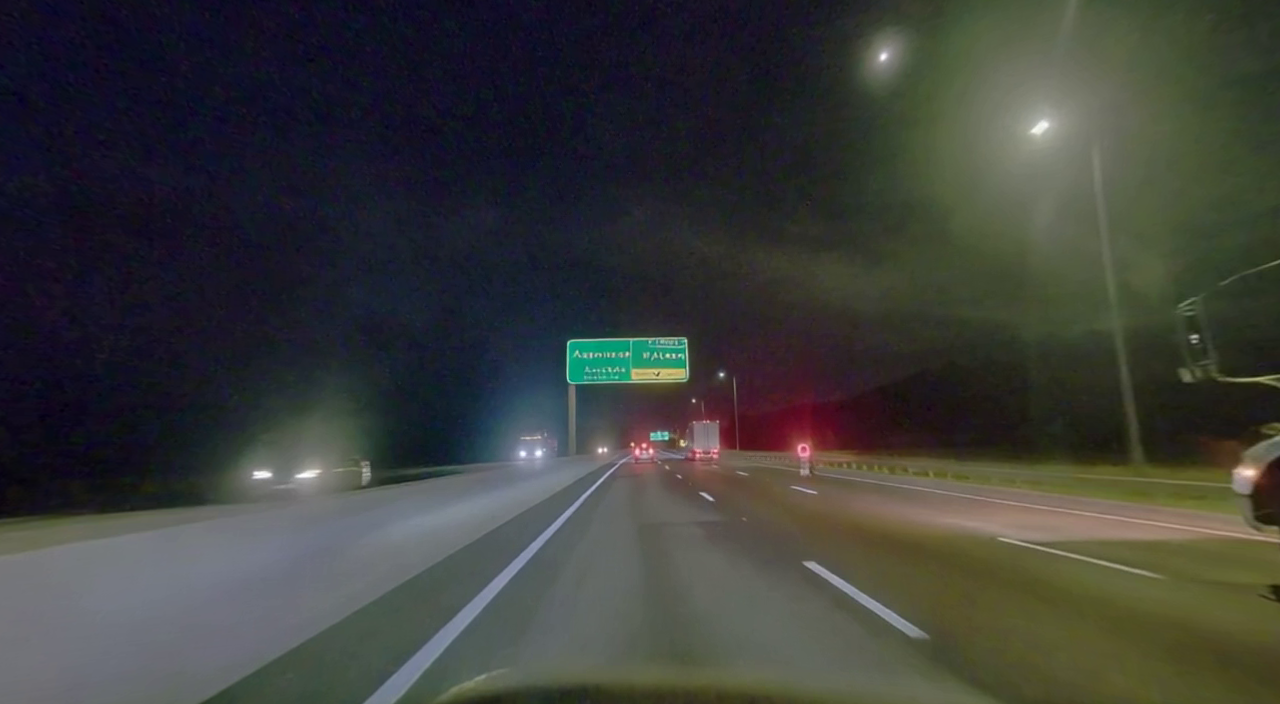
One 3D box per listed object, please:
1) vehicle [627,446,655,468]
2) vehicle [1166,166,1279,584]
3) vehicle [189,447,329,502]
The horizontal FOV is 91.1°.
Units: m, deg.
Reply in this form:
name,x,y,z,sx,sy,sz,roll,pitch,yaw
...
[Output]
name,x,y,z,sx,sy,sz,roll,pitch,yaw
vehicle,0.093,7.965,47.926,2.024,1.579,3.707,-1,-9,0
vehicle,7.736,0.051,5.050,3.060,3.998,4.113,0,-9,0
vehicle,-11.932,3.825,20.066,1.872,1.511,4.144,-1,-9,0
